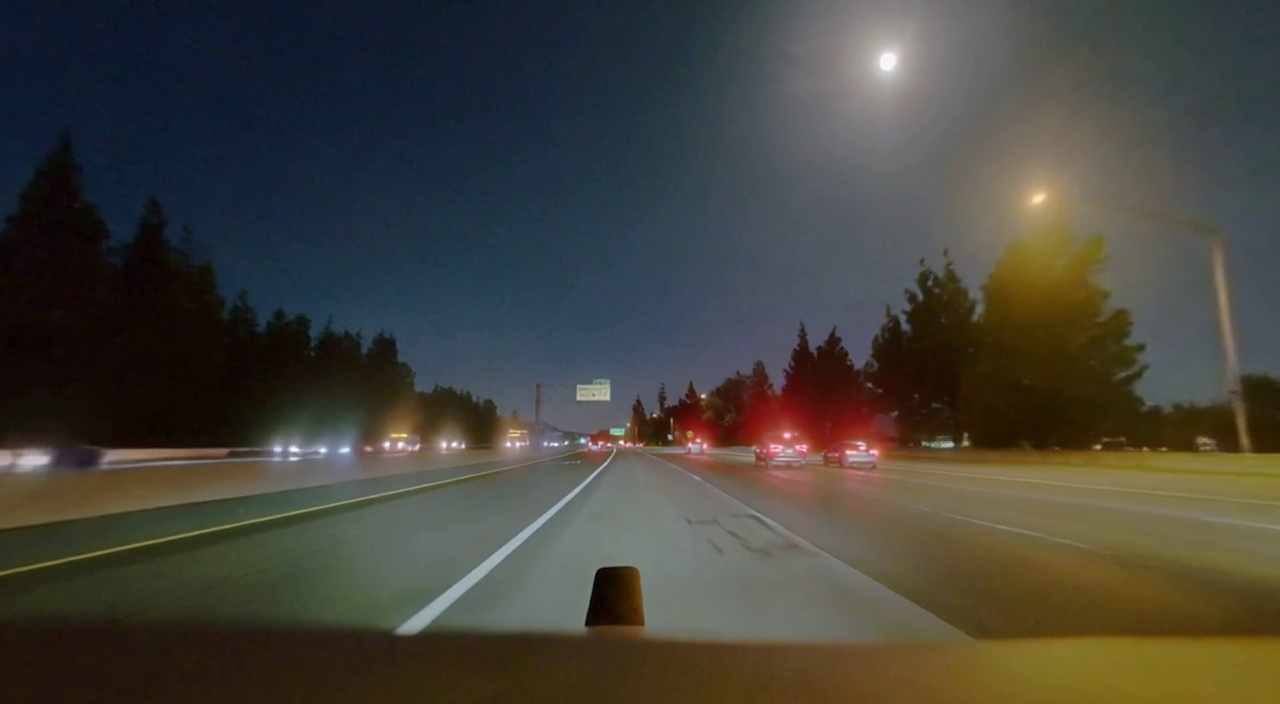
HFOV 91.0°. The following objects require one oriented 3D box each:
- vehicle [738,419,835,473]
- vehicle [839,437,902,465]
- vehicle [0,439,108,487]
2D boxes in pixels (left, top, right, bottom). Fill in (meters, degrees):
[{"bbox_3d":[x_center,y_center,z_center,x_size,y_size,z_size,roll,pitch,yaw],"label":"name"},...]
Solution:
[{"bbox_3d":[7.021,4.686,31.452,2.779,2.339,8.073,0,-8,-1],"label":"vehicle"},{"bbox_3d":[14.017,6.029,38.555,2.072,1.611,4.387,0,-8,-2],"label":"vehicle"},{"bbox_3d":[-21.093,3.723,21.347,1.994,1.491,4.711,0,-8,-1],"label":"vehicle"}]
